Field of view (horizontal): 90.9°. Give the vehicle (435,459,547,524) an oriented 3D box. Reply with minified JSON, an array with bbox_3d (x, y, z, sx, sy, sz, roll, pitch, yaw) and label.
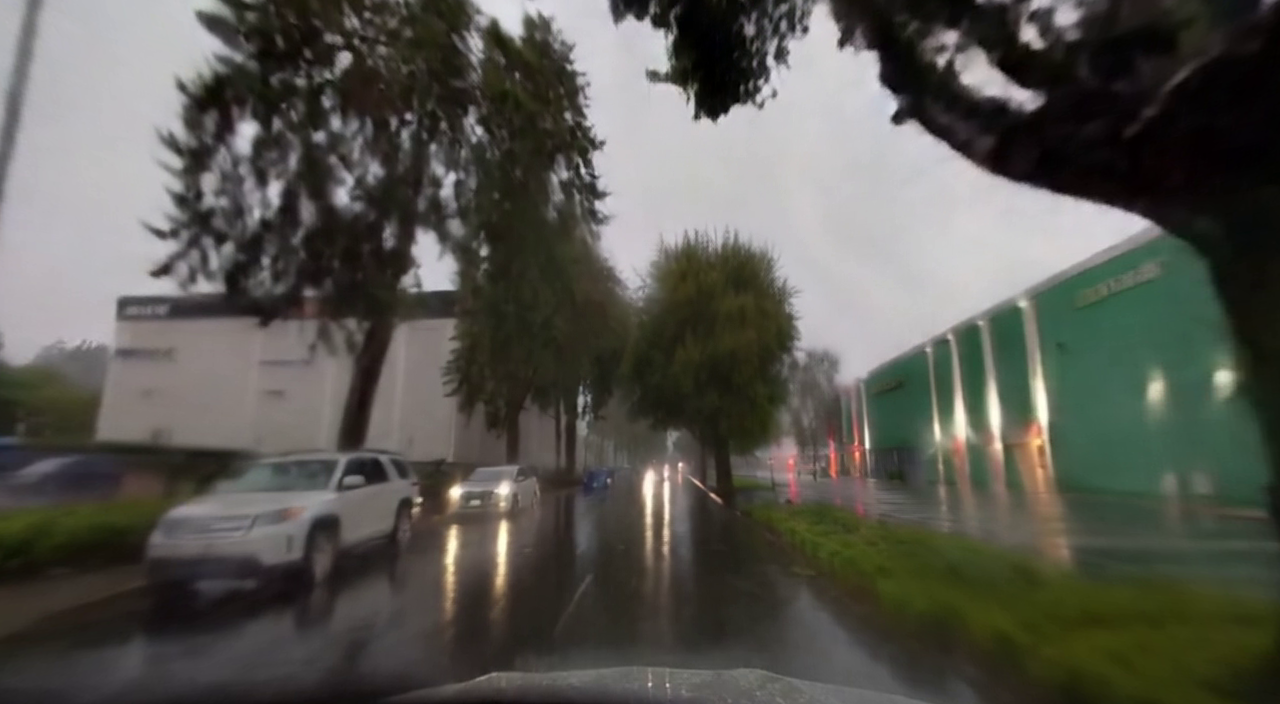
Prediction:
[{"bbox_3d":[-4.009,3.835,17.762,1.903,1.542,4.115,-2,-10,4],"label":"vehicle"}]

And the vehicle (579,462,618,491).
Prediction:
[{"bbox_3d":[-2.522,7.656,38.941,2.011,1.596,3.760,-1,-10,2],"label":"vehicle"}]

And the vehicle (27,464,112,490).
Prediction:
[{"bbox_3d":[-32.313,7.078,35.788,1.590,1.392,3.279,0,-11,1],"label":"vehicle"}]

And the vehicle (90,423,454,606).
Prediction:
[{"bbox_3d":[-4.375,2.028,8.670,2.022,1.776,4.625,-2,-10,3],"label":"vehicle"}]
